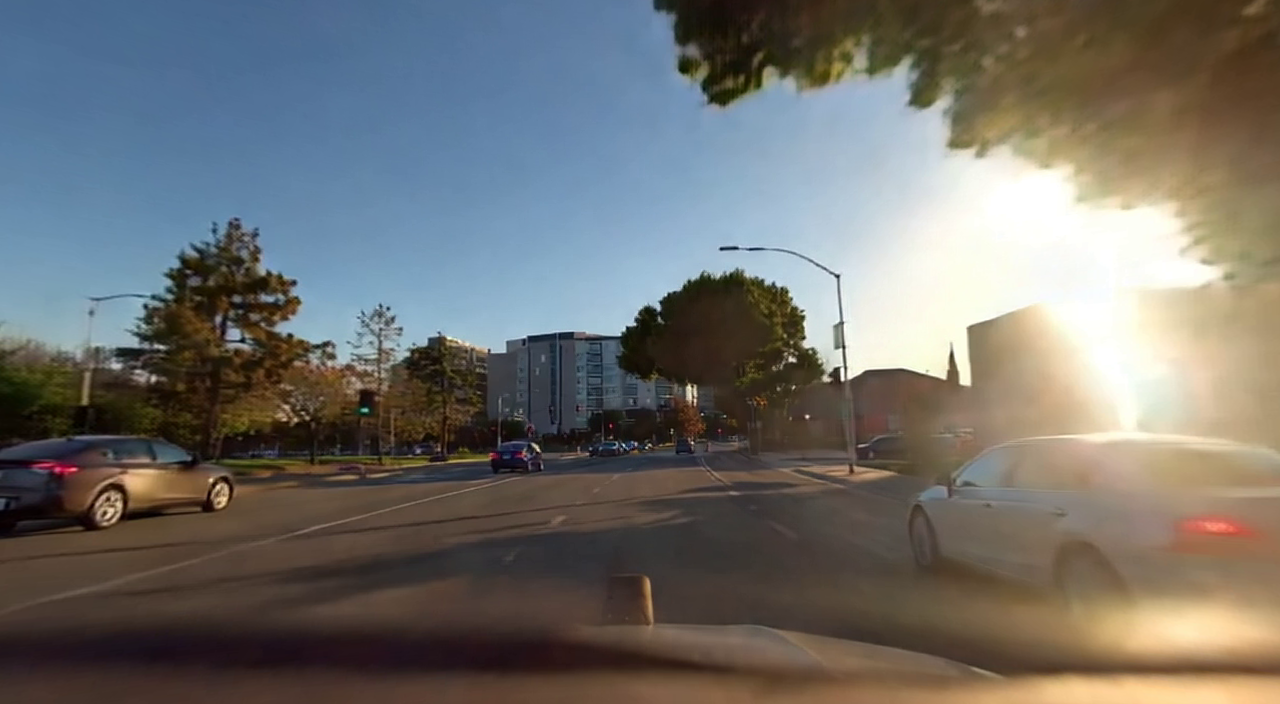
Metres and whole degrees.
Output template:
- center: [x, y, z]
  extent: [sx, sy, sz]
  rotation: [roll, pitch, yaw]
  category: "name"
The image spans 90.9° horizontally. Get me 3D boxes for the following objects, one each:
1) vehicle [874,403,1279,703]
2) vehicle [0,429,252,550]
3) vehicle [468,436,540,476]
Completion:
- center: [3.785, 1.323, 5.168]
  extent: [2.003, 1.494, 4.705]
  rotation: [0, -8, 1]
  category: "vehicle"
- center: [-8.763, 2.128, 10.460]
  extent: [1.951, 1.554, 4.444]
  rotation: [0, -8, -3]
  category: "vehicle"
- center: [-5.932, 4.594, 28.001]
  extent: [1.988, 1.597, 4.404]
  rotation: [-1, -8, 3]
  category: "vehicle"
